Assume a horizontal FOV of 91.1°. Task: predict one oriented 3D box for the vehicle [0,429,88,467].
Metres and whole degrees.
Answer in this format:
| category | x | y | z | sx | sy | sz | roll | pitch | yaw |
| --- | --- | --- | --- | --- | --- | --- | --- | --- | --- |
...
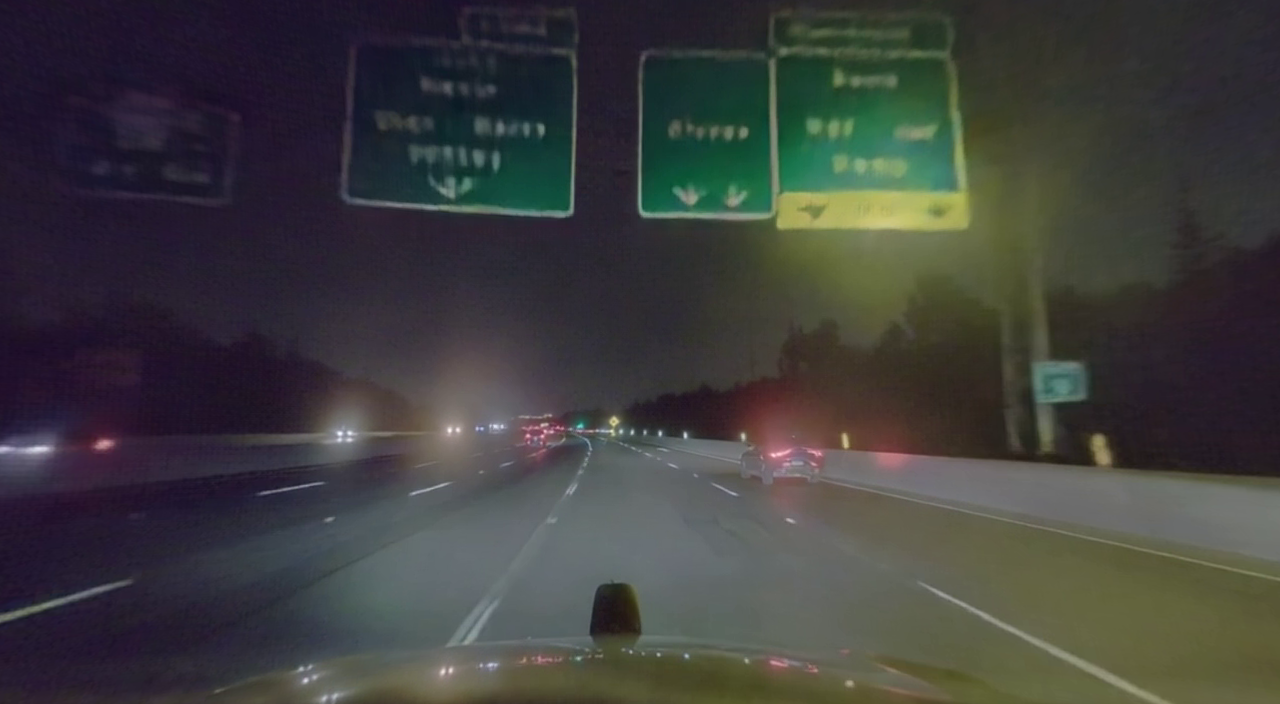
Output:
| category | x | y | z | sx | sy | sz | roll | pitch | yaw |
| --- | --- | --- | --- | --- | --- | --- | --- | --- | --- |
| vehicle | -25.361 | 3.950 | 26.005 | 1.866 | 1.461 | 3.563 | 0 | -8 | -2 |
